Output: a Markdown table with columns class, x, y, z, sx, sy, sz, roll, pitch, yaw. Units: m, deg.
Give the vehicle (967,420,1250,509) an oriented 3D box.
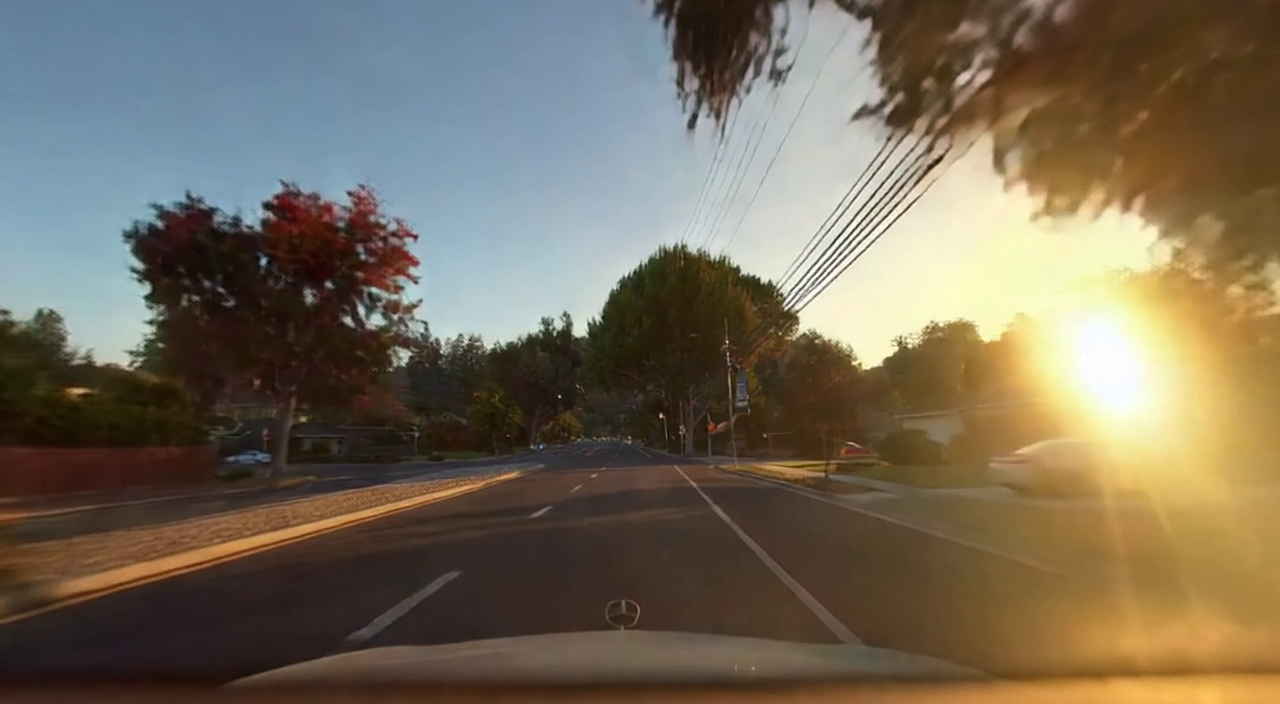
| class | x | y | z | sx | sy | sz | roll | pitch | yaw |
| --- | --- | --- | --- | --- | --- | --- | --- | --- | --- |
| vehicle | 9.586 | 2.310 | 13.201 | 4.387 | 1.680 | 1.958 | 0 | -8 | -4 |
